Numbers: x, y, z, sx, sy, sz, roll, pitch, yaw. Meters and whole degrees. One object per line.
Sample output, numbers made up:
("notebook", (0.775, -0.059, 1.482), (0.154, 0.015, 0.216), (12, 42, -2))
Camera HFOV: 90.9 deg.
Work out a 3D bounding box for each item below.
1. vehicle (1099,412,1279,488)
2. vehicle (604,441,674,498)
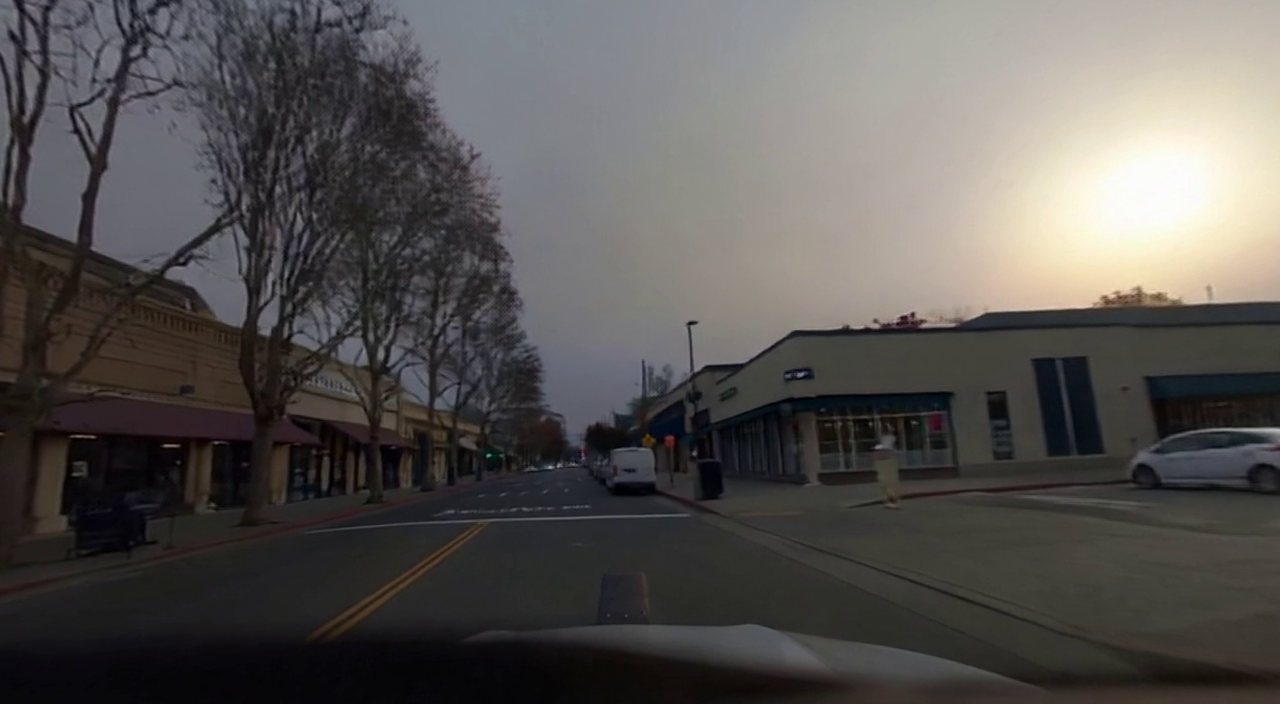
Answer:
("vehicle", (14.216, 2.358, 15.017), (1.869, 1.618, 4.814), (5, -12, -29))
("vehicle", (-0.167, 4.722, 25.431), (2.150, 2.013, 4.748), (0, -10, -8))
